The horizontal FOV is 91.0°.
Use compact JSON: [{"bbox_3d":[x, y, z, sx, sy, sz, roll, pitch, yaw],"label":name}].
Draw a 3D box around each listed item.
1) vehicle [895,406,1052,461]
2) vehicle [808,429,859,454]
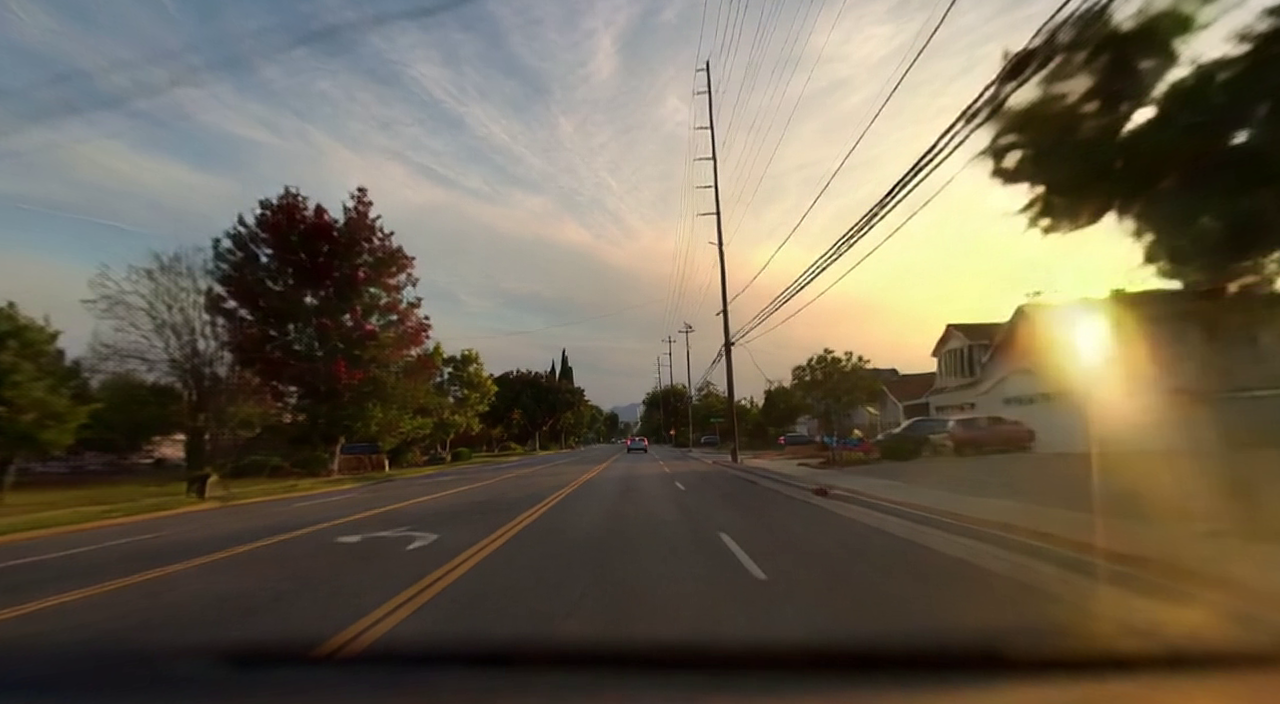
[{"bbox_3d":[12.971,3.218,24.749,4.905,2.056,2.058,0,-8,0],"label":"vehicle"},{"bbox_3d":[12.176,5.685,39.964,1.846,1.523,4.492,0,-8,1],"label":"vehicle"}]
